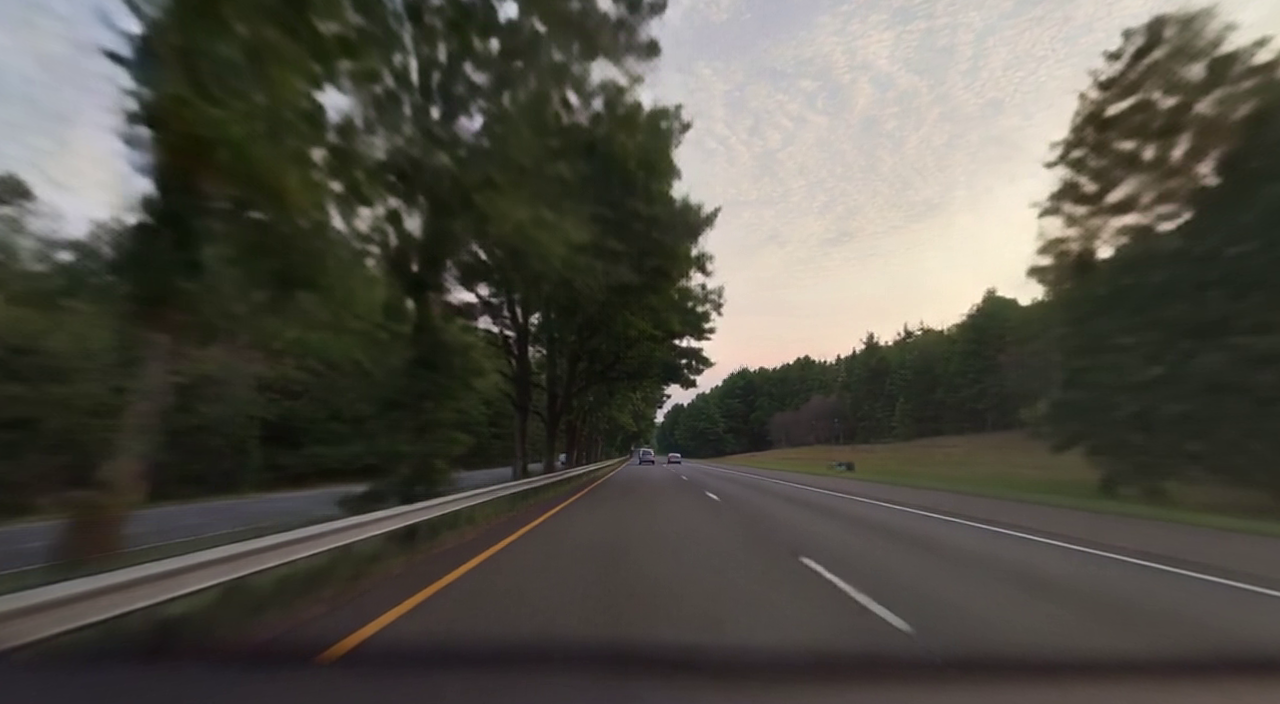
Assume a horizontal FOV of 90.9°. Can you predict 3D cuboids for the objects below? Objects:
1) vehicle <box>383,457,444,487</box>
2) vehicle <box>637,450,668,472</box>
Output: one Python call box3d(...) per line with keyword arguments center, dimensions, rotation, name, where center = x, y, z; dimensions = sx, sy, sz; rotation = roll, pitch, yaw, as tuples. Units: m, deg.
box3d(center=(-12.460, 6.612, 34.972), dimensions=(1.847, 1.472, 4.038), rotation=(0, -9, 1), name="vehicle")
box3d(center=(0.891, 8.014, 46.388), dimensions=(2.162, 1.492, 3.975), rotation=(0, -9, 0), name="vehicle")
